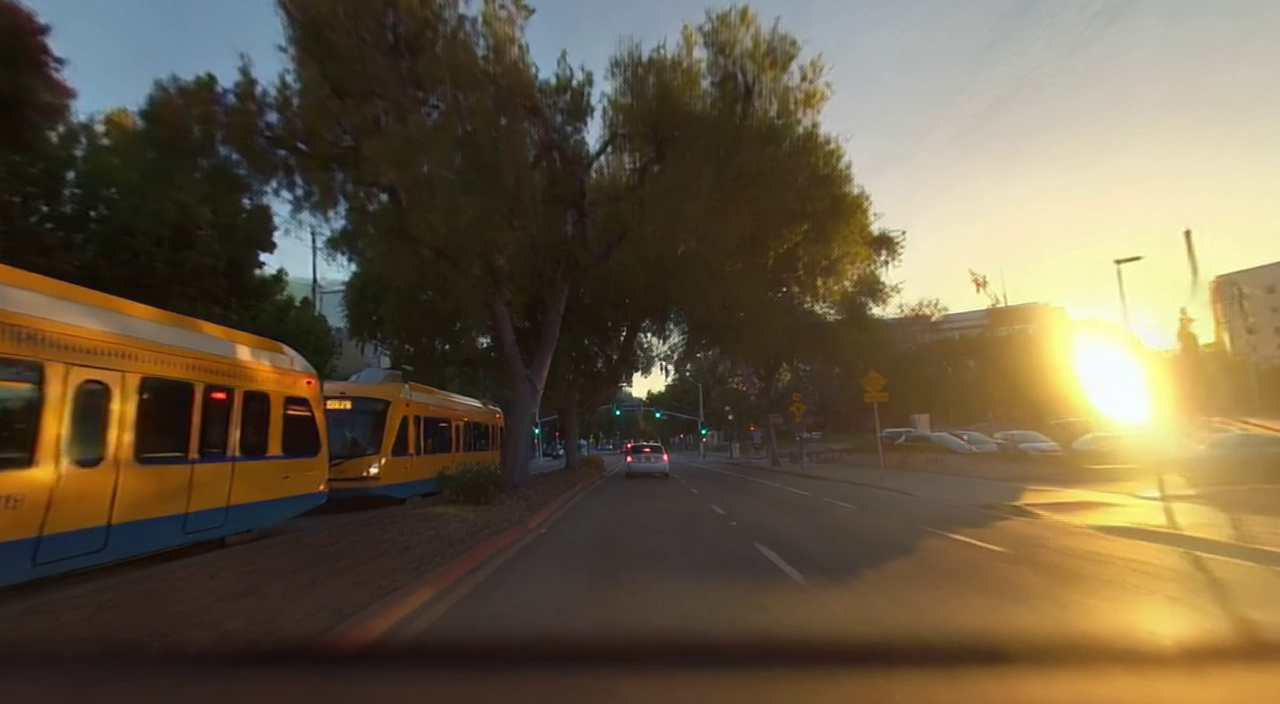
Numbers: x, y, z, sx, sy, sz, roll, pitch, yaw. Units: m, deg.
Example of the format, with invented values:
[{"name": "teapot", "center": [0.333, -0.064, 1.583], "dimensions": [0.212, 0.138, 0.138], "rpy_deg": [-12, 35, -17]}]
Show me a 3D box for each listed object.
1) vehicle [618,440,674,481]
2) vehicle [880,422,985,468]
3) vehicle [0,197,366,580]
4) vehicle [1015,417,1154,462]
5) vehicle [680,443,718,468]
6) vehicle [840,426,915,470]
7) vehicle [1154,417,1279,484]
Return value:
[{"name": "vehicle", "center": [0.220, 4.208, 24.800], "dimensions": [2.002, 1.471, 4.337], "rpy_deg": [0, -8, 0]}, {"name": "vehicle", "center": [13.353, 4.327, 29.359], "dimensions": [2.145, 1.911, 5.581], "rpy_deg": [0, -9, 0]}, {"name": "vehicle", "center": [-7.680, 0.507, 7.370], "dimensions": [2.897, 3.700, 13.528], "rpy_deg": [0, -7, 0]}, {"name": "vehicle", "center": [19.581, 3.947, 28.288], "dimensions": [2.159, 1.817, 5.675], "rpy_deg": [0, -9, 0]}, {"name": "vehicle", "center": [3.598, 6.379, 39.260], "dimensions": [1.944, 1.447, 4.392], "rpy_deg": [0, -8, 0]}, {"name": "vehicle", "center": [13.424, 5.393, 36.129], "dimensions": [2.221, 2.116, 5.535], "rpy_deg": [1, -6, 1]}, {"name": "vehicle", "center": [15.413, 2.400, 15.489], "dimensions": [1.780, 1.498, 4.611], "rpy_deg": [0, -9, 1]}]
